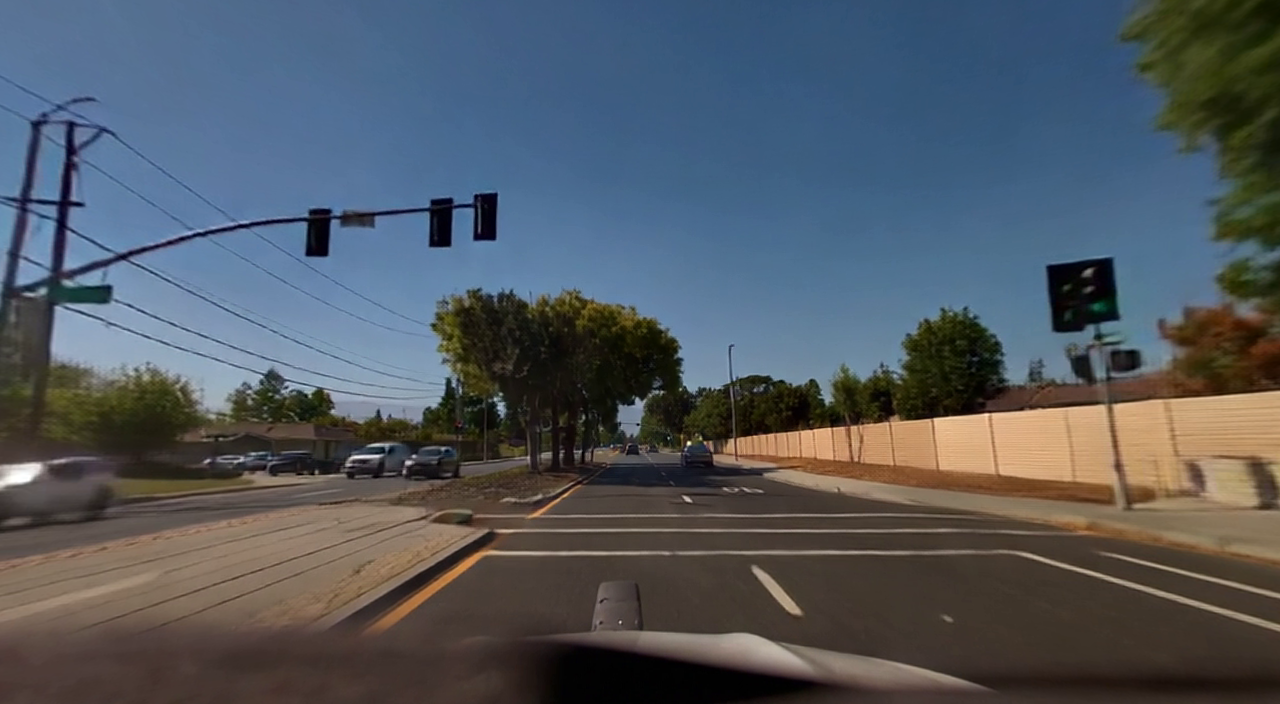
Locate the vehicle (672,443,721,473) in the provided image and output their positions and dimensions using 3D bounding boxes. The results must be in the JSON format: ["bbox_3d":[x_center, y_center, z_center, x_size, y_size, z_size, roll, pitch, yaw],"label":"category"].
[{"bbox_3d":[2.885,5.525,33.043,2.105,1.490,4.008,0,-9,-2],"label":"vehicle"}]

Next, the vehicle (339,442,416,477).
[{"bbox_3d":[-13.399,5.517,32.487,2.036,1.645,4.468,0,-9,0],"label":"vehicle"}]

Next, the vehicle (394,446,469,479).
[{"bbox_3d":[-9.447,5.027,28.922,1.833,1.420,4.327,0,-9,2],"label":"vehicle"}]
